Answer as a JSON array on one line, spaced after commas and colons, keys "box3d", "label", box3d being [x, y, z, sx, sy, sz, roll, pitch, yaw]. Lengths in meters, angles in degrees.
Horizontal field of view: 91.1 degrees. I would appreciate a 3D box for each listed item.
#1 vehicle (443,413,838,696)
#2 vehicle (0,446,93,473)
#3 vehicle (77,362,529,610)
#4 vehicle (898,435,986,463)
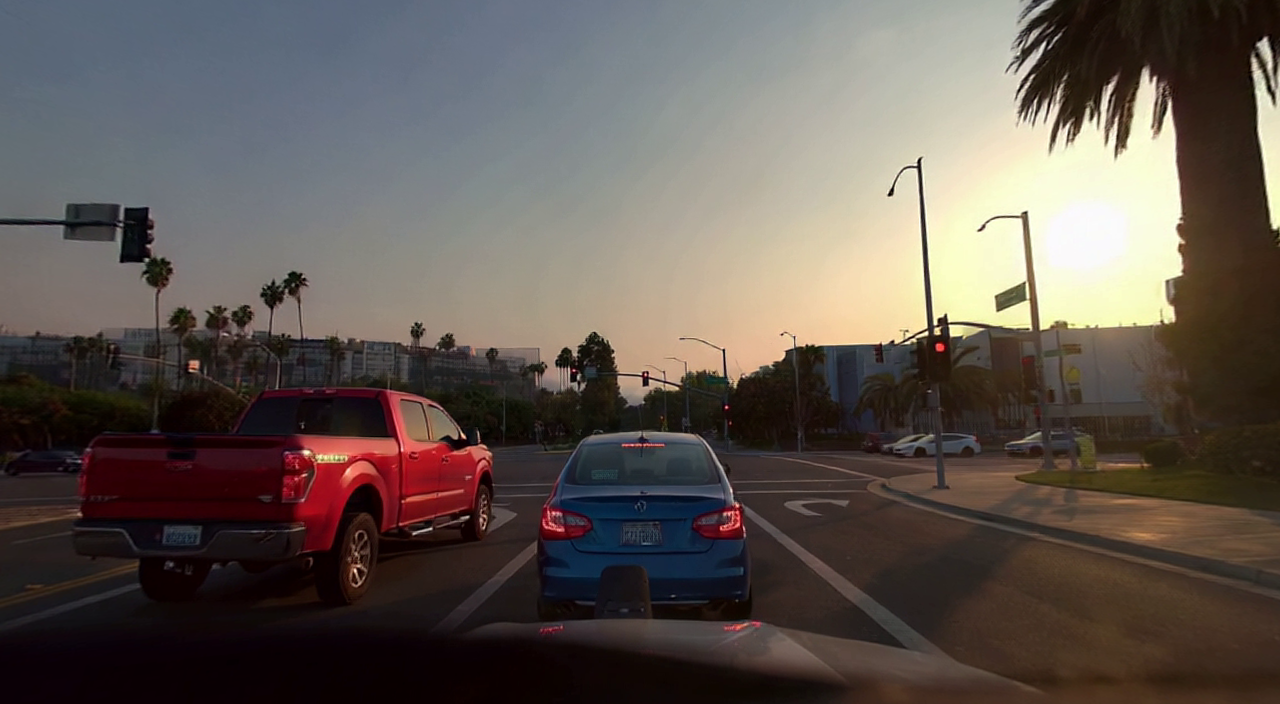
[{"box3d": [0.036, 1.399, 5.529, 2.122, 1.501, 4.152, 0, -8, 1], "label": "vehicle"}, {"box3d": [-37.059, 6.641, 38.876, 4.576, 1.617, 1.937, 0, -8, 2], "label": "vehicle"}, {"box3d": [-3.222, 1.476, 7.921, 2.330, 1.969, 5.626, -1, -8, 3], "label": "vehicle"}, {"box3d": [18.823, 6.063, 39.294, 4.466, 1.717, 1.963, 0, -8, 2], "label": "vehicle"}]
